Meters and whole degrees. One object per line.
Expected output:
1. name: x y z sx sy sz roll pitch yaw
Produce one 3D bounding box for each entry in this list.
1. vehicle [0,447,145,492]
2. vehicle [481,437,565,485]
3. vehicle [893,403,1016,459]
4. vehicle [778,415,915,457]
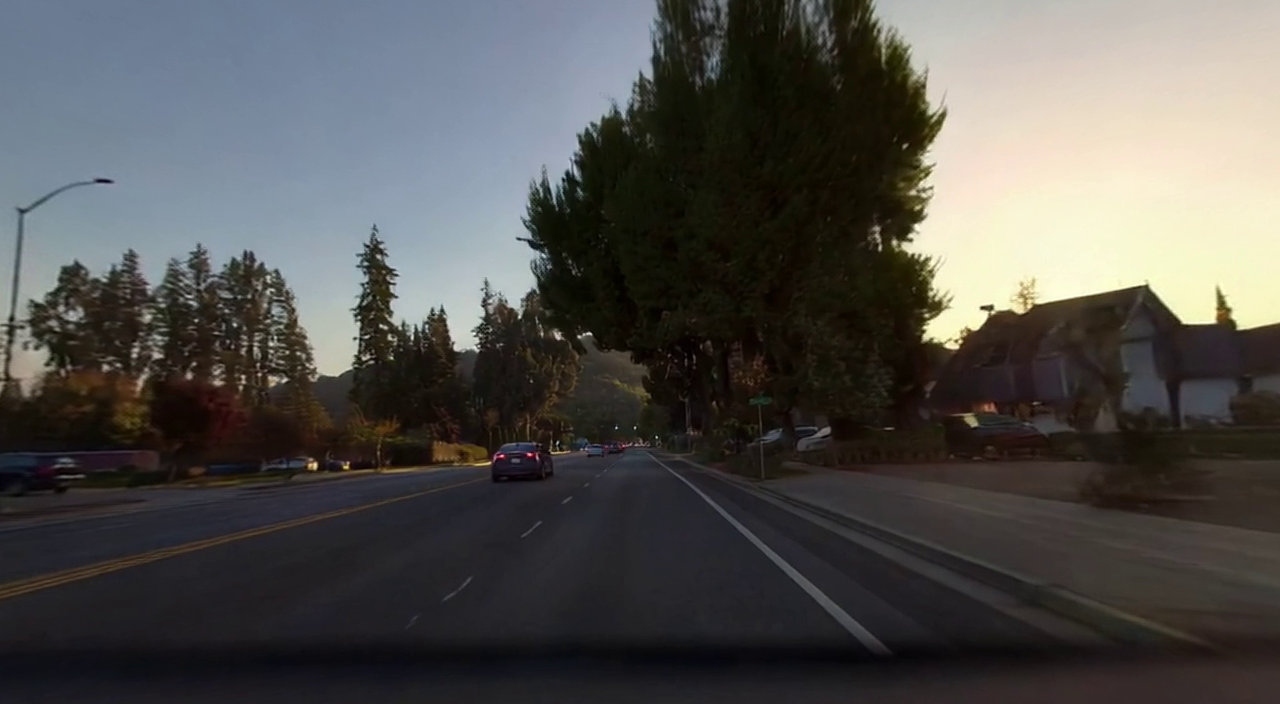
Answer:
1. vehicle: -24.351 4.929 26.727 4.922 1.766 1.998 0 -8 -4
2. vehicle: -3.882 3.692 21.711 2.030 1.467 4.251 0 -8 0
3. vehicle: 10.670 2.790 21.876 1.908 1.703 4.511 0 -9 0
4. vehicle: 10.368 4.275 32.172 6.098 2.021 2.524 0 -8 1
